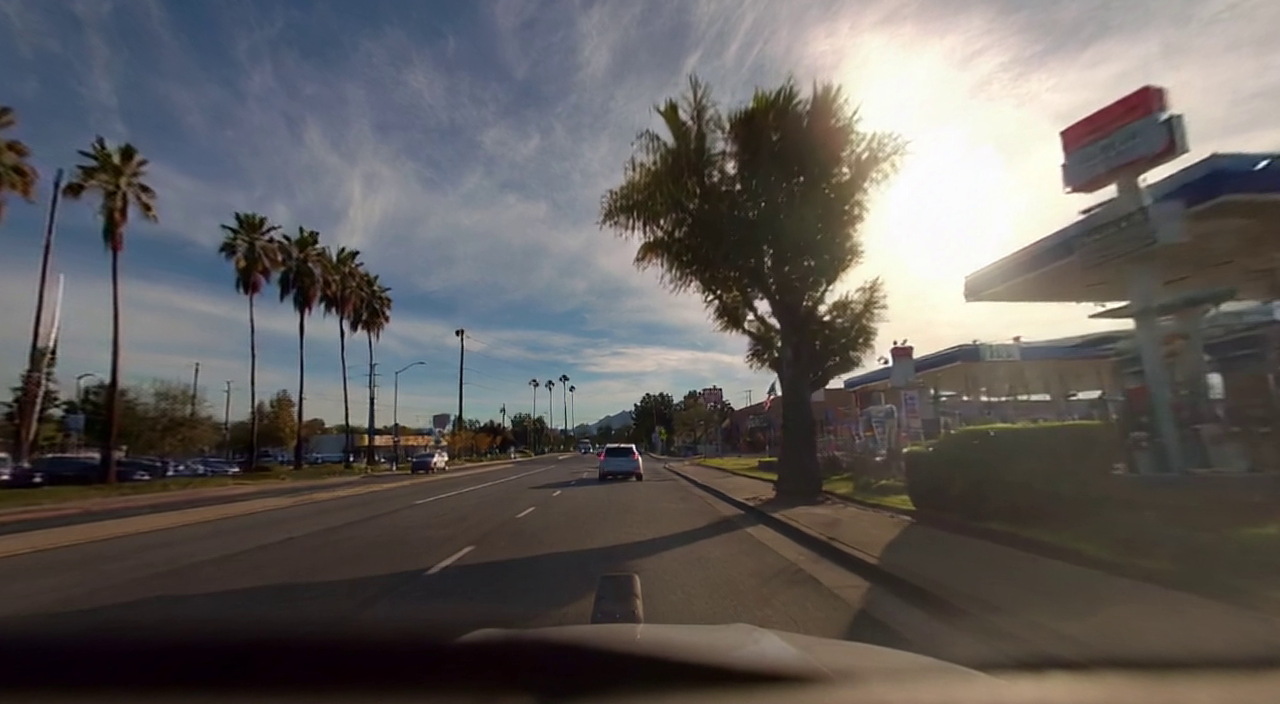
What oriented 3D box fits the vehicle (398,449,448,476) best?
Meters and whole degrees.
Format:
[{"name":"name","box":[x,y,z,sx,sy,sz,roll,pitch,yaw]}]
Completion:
[{"name":"vehicle","box":[-15.114,7.714,44.342,2.026,1.722,4.463,0,-8,-2]}]

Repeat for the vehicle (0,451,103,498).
[{"name":"vehicle","box":[-23.321,4.645,23.742,4.636,1.532,1.891,-3,-7,1]}]

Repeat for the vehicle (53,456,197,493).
[{"name":"vehicle","box":[-23.498,5.586,28.974,4.601,1.610,2.178,0,-9,-2]}]

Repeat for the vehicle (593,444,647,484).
[{"name":"vehicle","box":[-0.797,4.624,26.450,2.076,1.486,4.119,0,-8,-1]}]
